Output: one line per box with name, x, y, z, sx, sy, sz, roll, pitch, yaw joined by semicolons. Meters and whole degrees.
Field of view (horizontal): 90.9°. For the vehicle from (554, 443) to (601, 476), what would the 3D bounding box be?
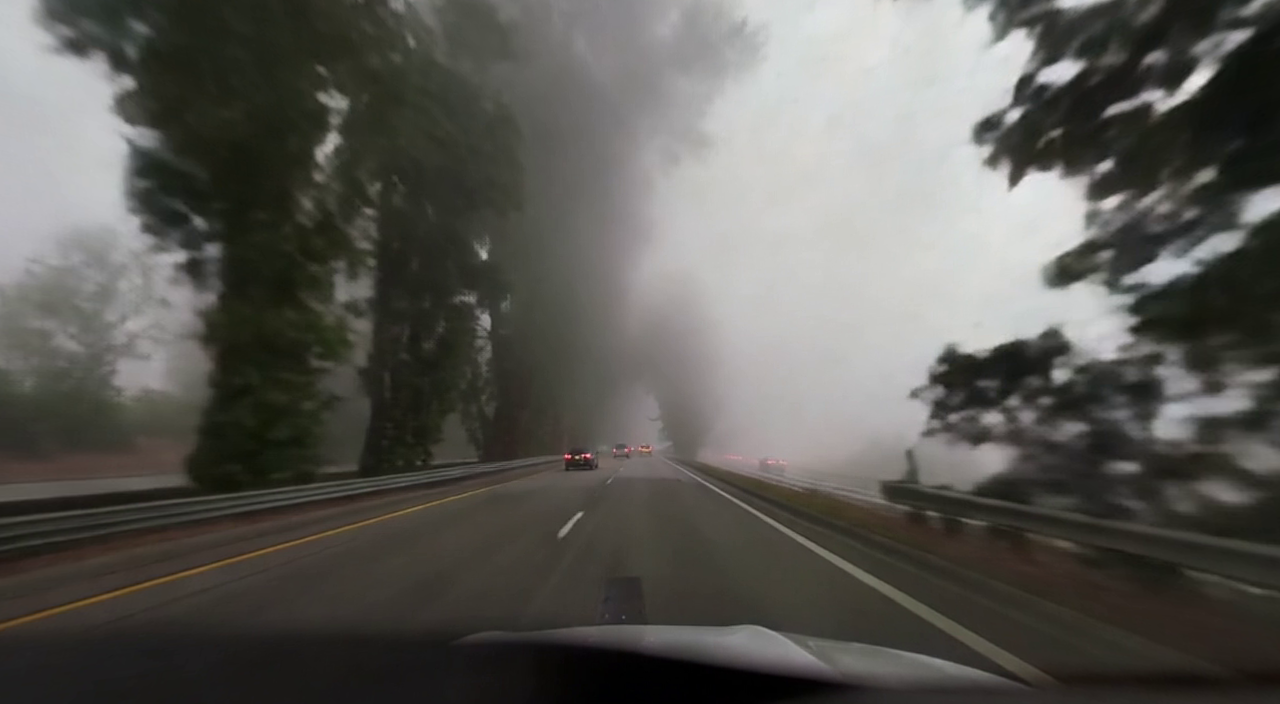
vehicle;-3.161;5.519;32.549;2.025;1.571;3.662;0;-9;1
